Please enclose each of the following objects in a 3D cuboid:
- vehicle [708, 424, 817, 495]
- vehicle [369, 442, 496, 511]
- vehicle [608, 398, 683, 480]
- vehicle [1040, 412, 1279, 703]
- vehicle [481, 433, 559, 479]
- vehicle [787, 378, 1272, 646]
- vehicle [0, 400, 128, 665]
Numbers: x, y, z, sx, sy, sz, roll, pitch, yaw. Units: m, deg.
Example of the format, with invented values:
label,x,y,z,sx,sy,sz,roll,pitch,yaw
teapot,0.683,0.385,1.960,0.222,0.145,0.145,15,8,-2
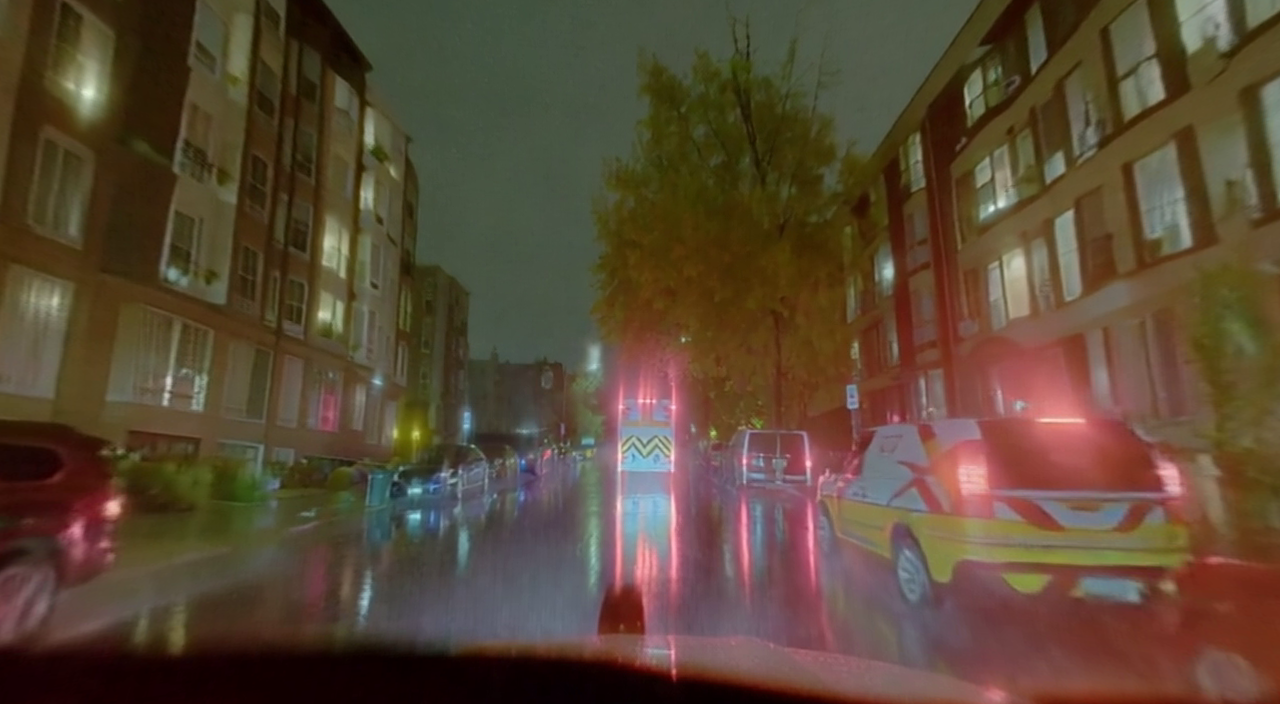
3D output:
label,x,y,z,sx,sy,sz,roll,pitch,yaw
vehicle,3.540,3.248,19.495,2.232,1.860,5.593,0,-8,0
vehicle,-5.412,3.254,17.193,1.967,1.492,4.781,-3,-8,-2
vehicle,0.164,3.763,27.269,2.754,3.008,7.730,0,-8,0
vehicle,3.395,0.868,1.627,1.876,1.491,4.507,0,-8,2
vehicle,-5.311,4.691,28.842,2.326,1.774,5.757,-2,-8,1
vehicle,3.306,1.474,6.974,2.152,1.868,4.976,0,-8,0
vehicle,-5.237,1.030,3.008,1.923,1.755,4.316,0,-8,0
